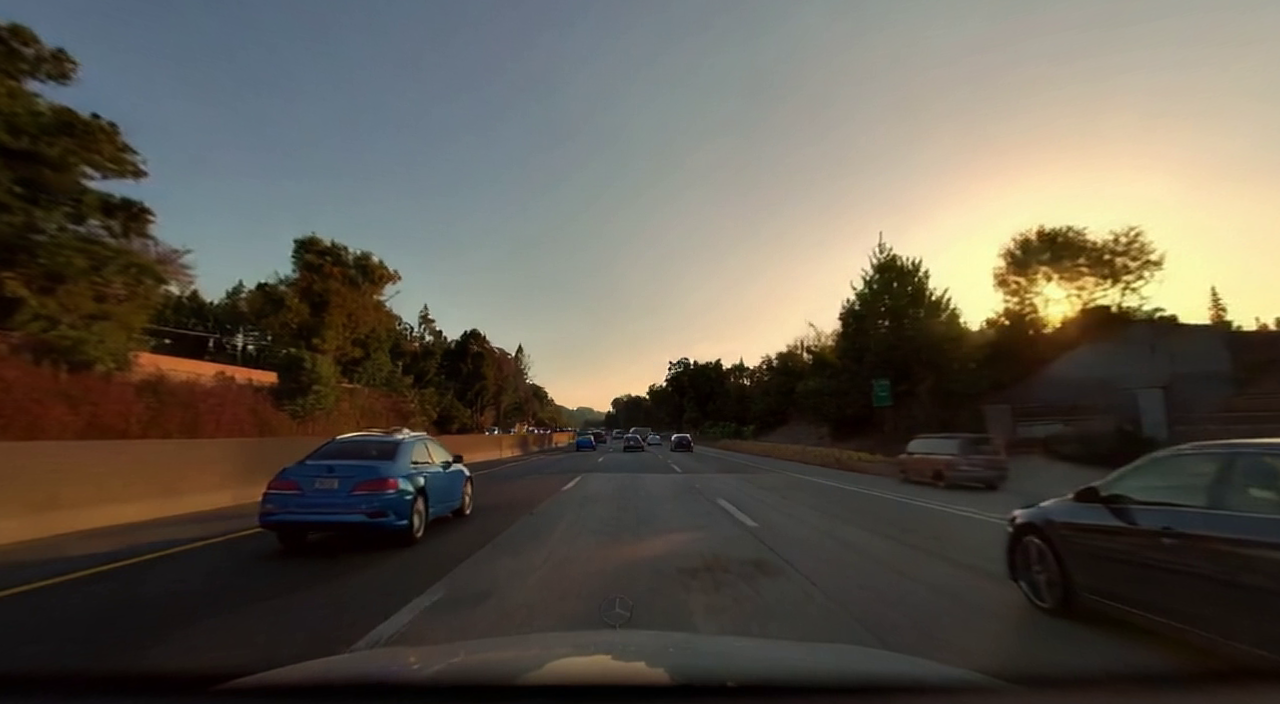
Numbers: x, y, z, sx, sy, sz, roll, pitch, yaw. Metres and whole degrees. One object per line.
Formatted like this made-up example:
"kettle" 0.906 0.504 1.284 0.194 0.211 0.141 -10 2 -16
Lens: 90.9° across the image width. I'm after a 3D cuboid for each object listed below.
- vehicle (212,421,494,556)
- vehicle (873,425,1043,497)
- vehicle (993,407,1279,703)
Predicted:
"vehicle" -3.876 1.902 9.740 2.032 1.535 4.889 0 -8 0
"vehicle" 8.420 2.902 17.289 2.156 1.679 4.492 0 -8 -2
"vehicle" 3.797 1.054 3.055 1.883 1.536 3.792 0 -8 -2
